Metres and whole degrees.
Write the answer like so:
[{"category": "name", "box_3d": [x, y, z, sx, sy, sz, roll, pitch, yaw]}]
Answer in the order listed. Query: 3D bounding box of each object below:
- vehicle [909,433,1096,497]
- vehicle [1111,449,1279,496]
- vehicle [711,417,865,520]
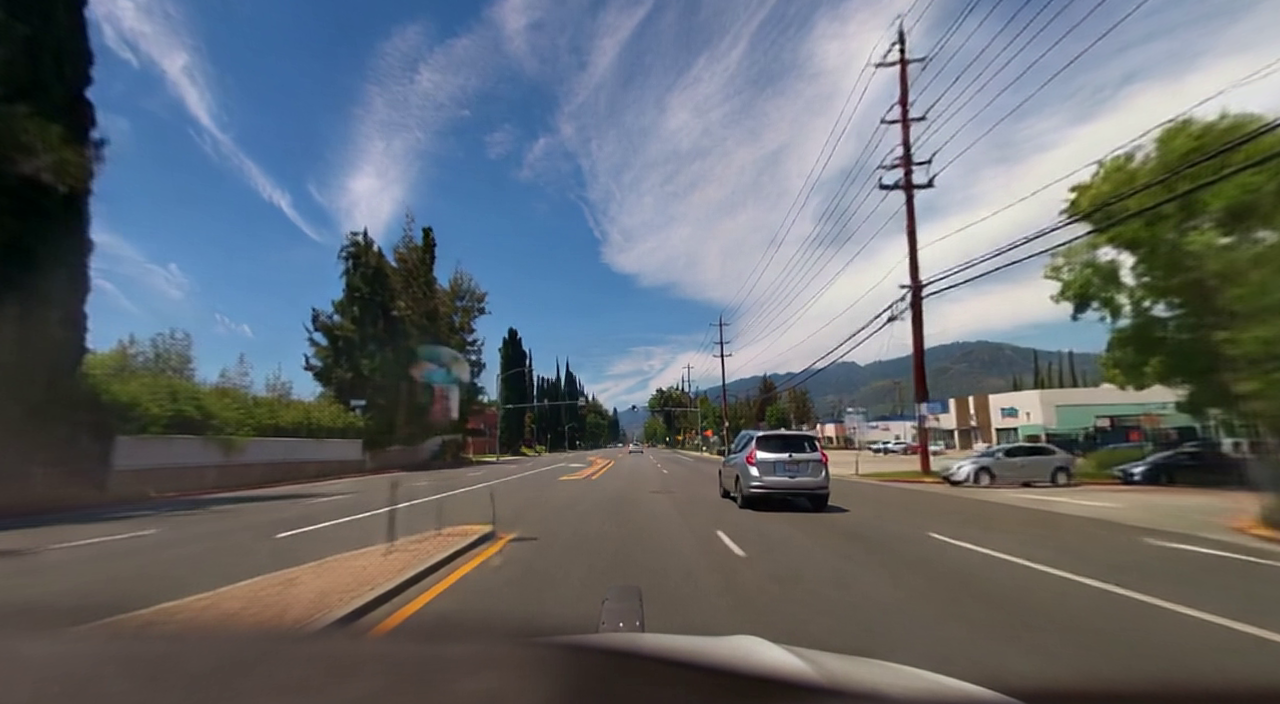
[{"category": "vehicle", "box_3d": [11.738, 3.673, 20.730, 4.801, 1.802, 2.022, -2, -9, -2]}, {"category": "vehicle", "box_3d": [18.579, 3.963, 20.995, 4.208, 1.434, 2.021, 0, -9, 0]}, {"category": "vehicle", "box_3d": [2.915, 2.428, 13.679, 2.060, 1.820, 4.713, 0, -9, -1]}]
